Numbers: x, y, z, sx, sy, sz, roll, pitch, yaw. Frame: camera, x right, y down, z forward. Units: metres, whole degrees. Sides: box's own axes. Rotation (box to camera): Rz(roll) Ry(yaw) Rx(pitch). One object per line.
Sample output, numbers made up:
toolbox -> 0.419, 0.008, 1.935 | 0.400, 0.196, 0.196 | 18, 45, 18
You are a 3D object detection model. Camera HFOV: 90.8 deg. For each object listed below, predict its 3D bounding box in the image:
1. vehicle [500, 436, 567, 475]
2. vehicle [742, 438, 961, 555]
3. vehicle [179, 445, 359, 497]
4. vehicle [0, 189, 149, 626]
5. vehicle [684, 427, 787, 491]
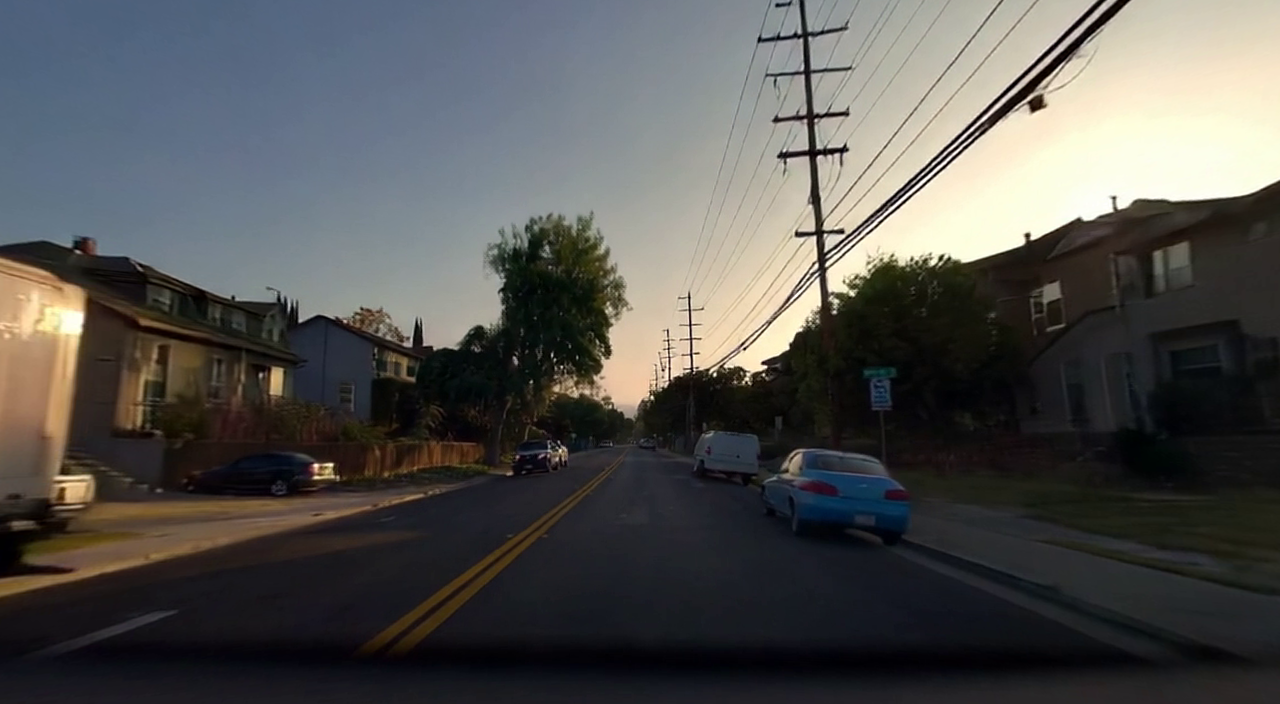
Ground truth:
vehicle -> -5.806, 5.753, 35.259 | 2.427, 1.998, 5.239 | -1, -9, 4
vehicle -> 3.071, 2.201, 10.487 | 1.890, 1.463, 4.952 | 0, -9, 0
vehicle -> -11.473, 3.673, 19.773 | 4.399, 1.517, 1.957 | 0, -9, 1
vehicle -> -6.376, 0.170, 2.034 | 3.197, 3.187, 7.847 | -3, -6, 2
vehicle -> 3.059, 3.649, 21.924 | 2.496, 1.895, 6.434 | 0, -9, -1
